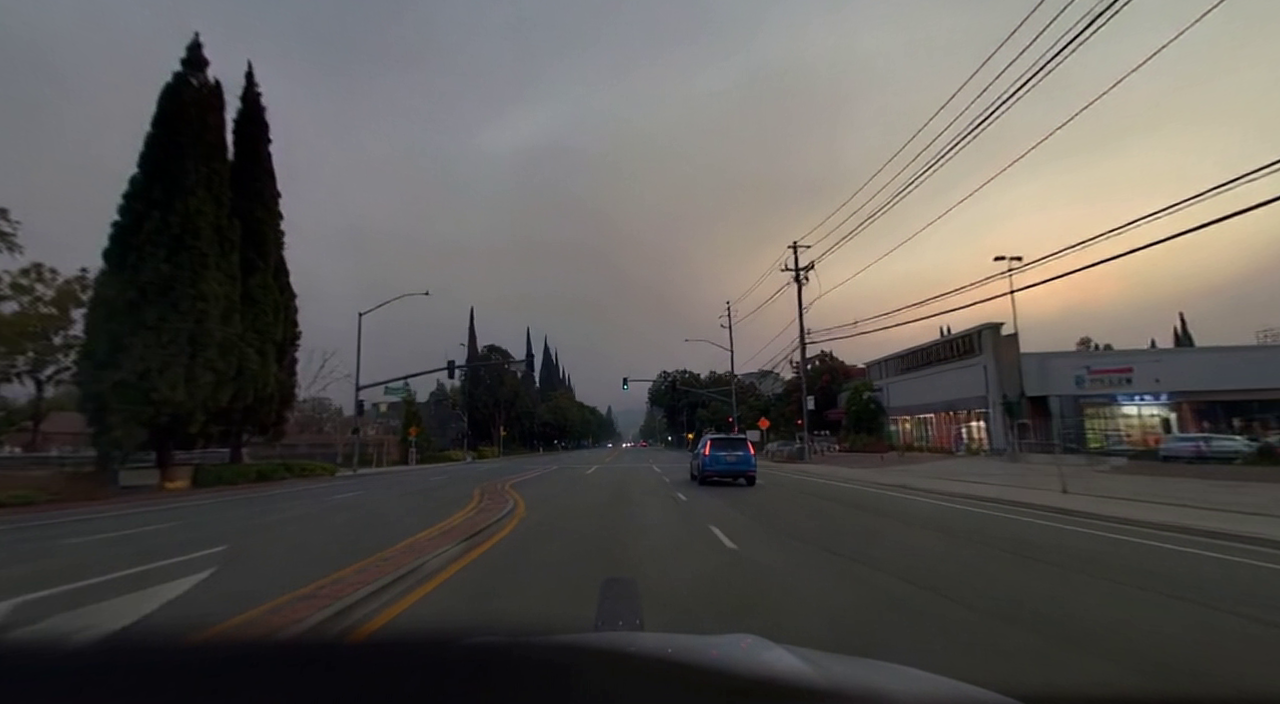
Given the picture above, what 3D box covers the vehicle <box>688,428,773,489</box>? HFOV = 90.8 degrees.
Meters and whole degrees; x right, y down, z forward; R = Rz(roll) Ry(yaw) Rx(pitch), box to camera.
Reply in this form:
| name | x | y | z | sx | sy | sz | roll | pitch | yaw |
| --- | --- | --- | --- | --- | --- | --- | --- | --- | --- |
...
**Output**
| name | x | y | z | sx | sy | sz | roll | pitch | yaw |
| --- | --- | --- | --- | --- | --- | --- | --- | --- | --- |
| vehicle | 2.876 | 3.534 | 21.228 | 2.060 | 1.820 | 4.713 | 0 | -9 | -2 |
